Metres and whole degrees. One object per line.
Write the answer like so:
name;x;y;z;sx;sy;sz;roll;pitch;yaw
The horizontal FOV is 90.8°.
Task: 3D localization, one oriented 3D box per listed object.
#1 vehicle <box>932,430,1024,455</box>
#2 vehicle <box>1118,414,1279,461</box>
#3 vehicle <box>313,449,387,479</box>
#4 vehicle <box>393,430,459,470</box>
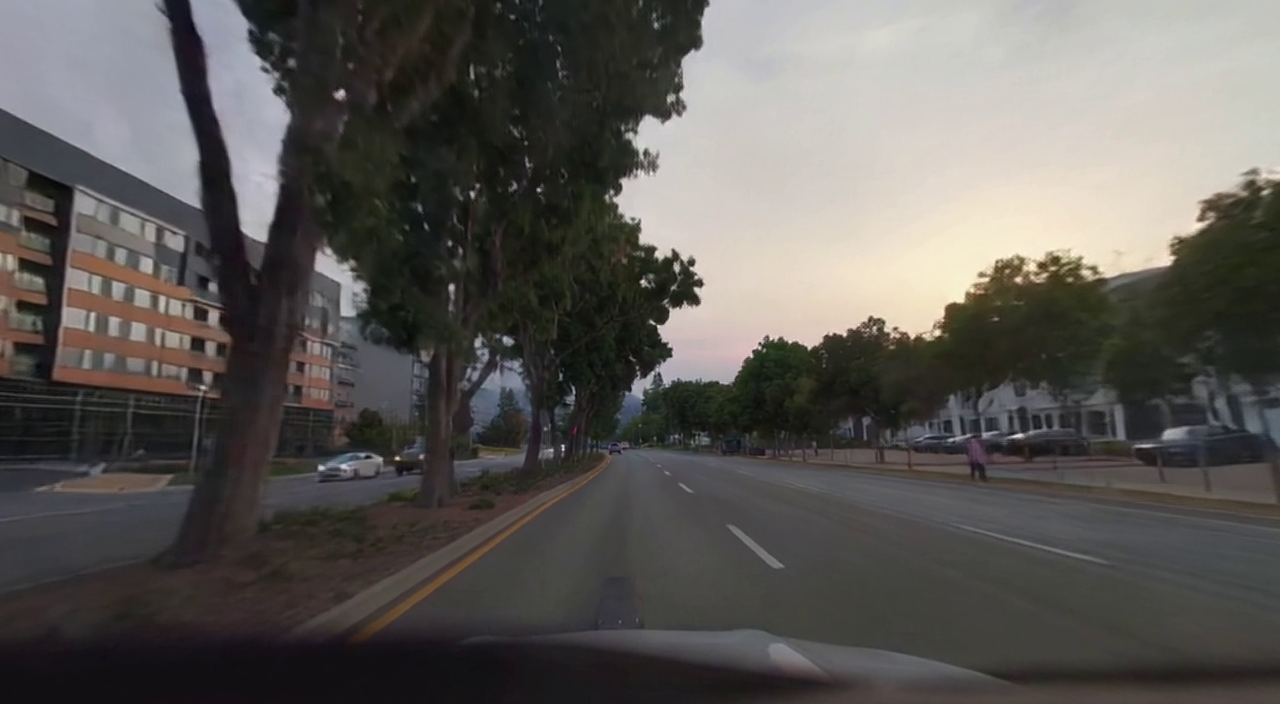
vehicle;21.854;5.886;41.022;4.739;1.569;2.097;-1;-9;3
vehicle;22.553;3.422;25.208;5.320;1.722;2.651;2;-9;-14
vehicle;-16.067;6.188;35.301;1.966;1.523;4.555;0;-9;0
vehicle;-15.997;7.376;47.710;2.725;2.768;6.120;-1;-9;1
